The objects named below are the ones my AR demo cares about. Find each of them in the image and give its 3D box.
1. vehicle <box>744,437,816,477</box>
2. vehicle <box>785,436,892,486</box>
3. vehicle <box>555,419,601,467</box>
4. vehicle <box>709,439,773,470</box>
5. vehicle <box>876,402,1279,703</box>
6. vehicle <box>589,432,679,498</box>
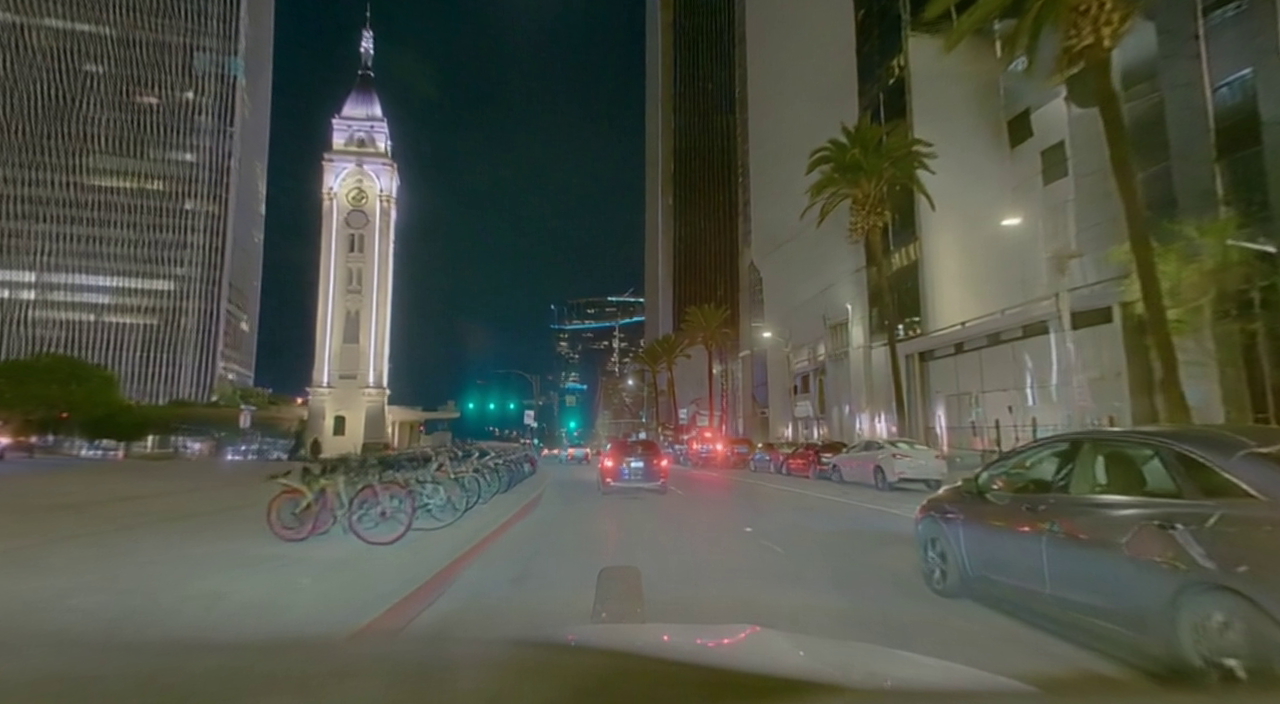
[{"bbox_3d":[6.467,4.903,29.717,1.860,1.684,4.211,1,-9,-8],"label":"vehicle"},{"bbox_3d":[7.185,3.975,23.437,2.067,1.641,4.569,1,-9,-6],"label":"vehicle"},{"bbox_3d":[-4.190,6.024,41.695,2.400,2.872,6.053,2,-9,-11],"label":"vehicle"},{"bbox_3d":[5.518,5.708,35.370,1.945,1.623,5.013,2,-9,-11],"label":"vehicle"},{"bbox_3d":[3.672,1.207,4.273,2.116,1.500,4.702,0,-9,-3],"label":"vehicle"},{"bbox_3d":[-0.294,3.049,17.409,2.111,1.605,3.832,1,-9,-6],"label":"vehicle"}]
